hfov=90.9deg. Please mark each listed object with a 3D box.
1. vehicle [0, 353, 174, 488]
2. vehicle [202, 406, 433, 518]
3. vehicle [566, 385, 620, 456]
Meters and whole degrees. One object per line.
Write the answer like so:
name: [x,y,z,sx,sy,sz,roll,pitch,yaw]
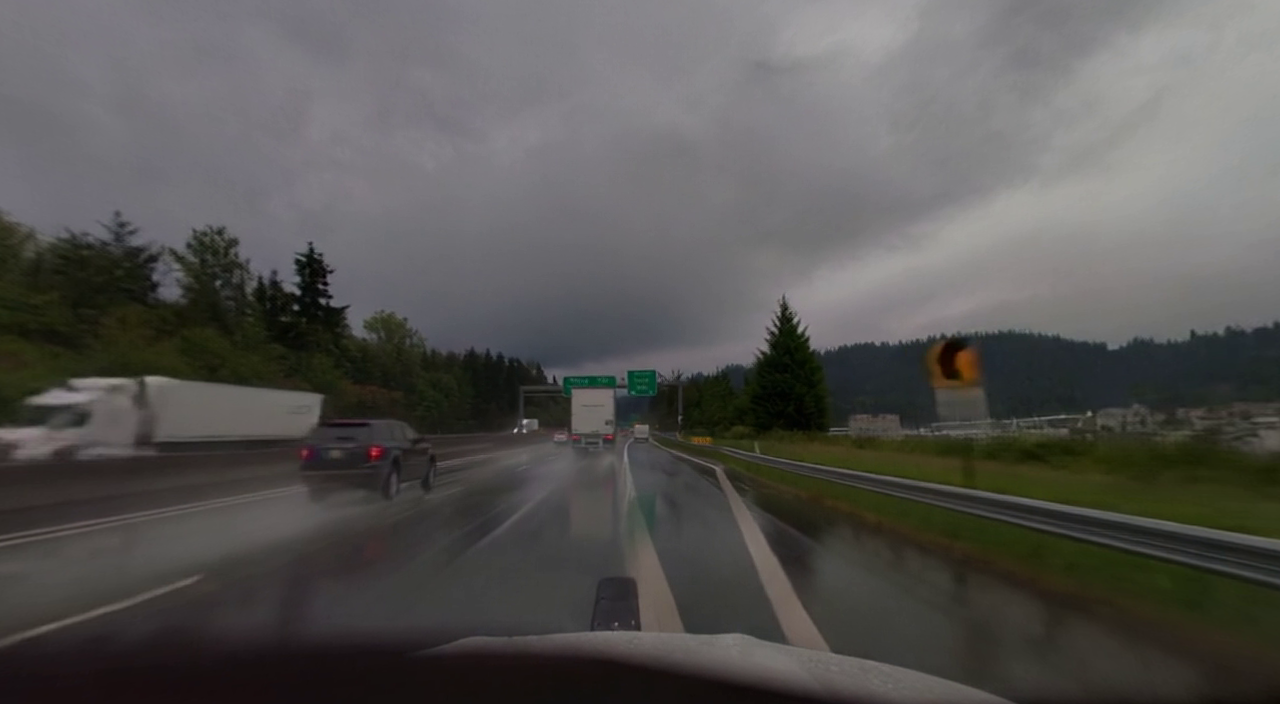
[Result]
vehicle: [-19.357,2.360,21.130,2.953,3.896,5.885,0,-8,-3]
vehicle: [-5.489,1.920,11.543,2.068,1.647,4.321,0,-8,-2]
vehicle: [-2.637,4.216,38.129,2.855,3.741,8.587,1,-7,-2]
